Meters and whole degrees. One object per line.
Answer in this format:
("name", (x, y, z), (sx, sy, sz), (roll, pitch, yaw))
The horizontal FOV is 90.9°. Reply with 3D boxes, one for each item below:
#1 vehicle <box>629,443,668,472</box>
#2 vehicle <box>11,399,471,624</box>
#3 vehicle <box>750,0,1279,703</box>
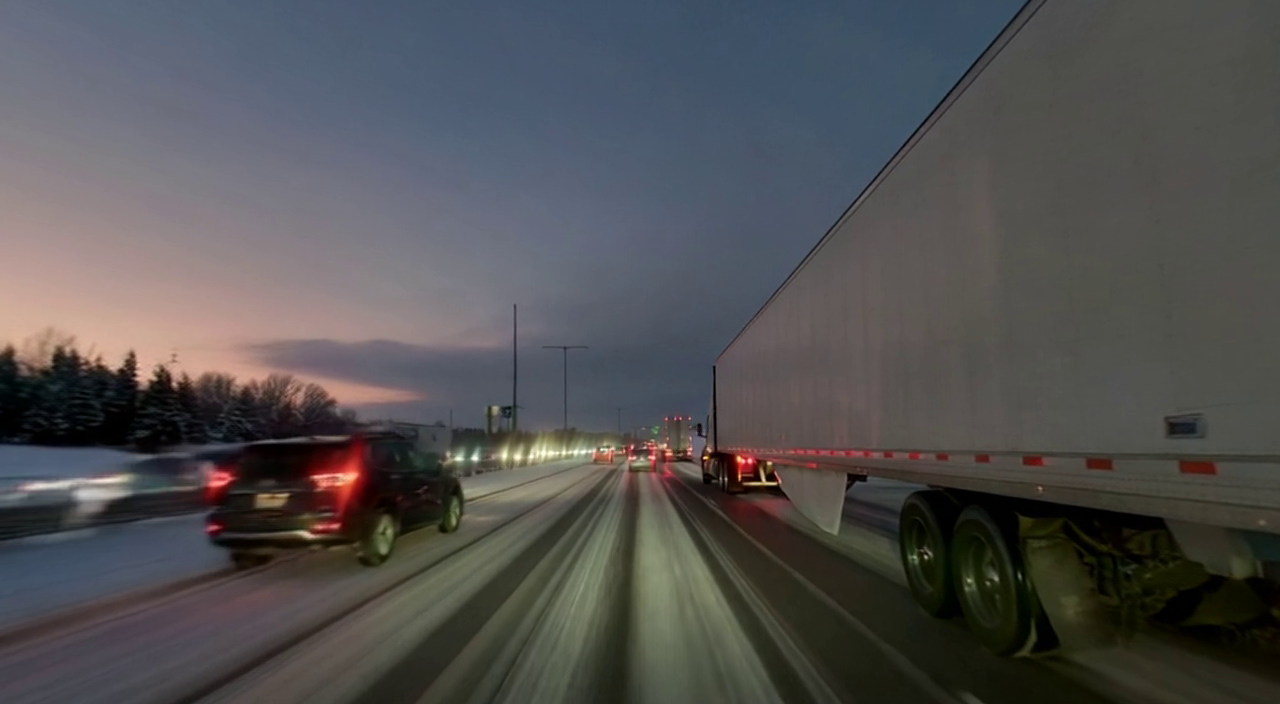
("vehicle", (0.439, 5.867, 35.256), (2.063, 1.469, 4.208), (0, -9, 0))
("vehicle", (-3.770, 1.610, 7.433), (2.091, 1.722, 4.974), (0, -9, 1))
("vehicle", (3.881, 0.383, 7.792), (2.821, 4.077, 12.562), (0, -9, 0))
